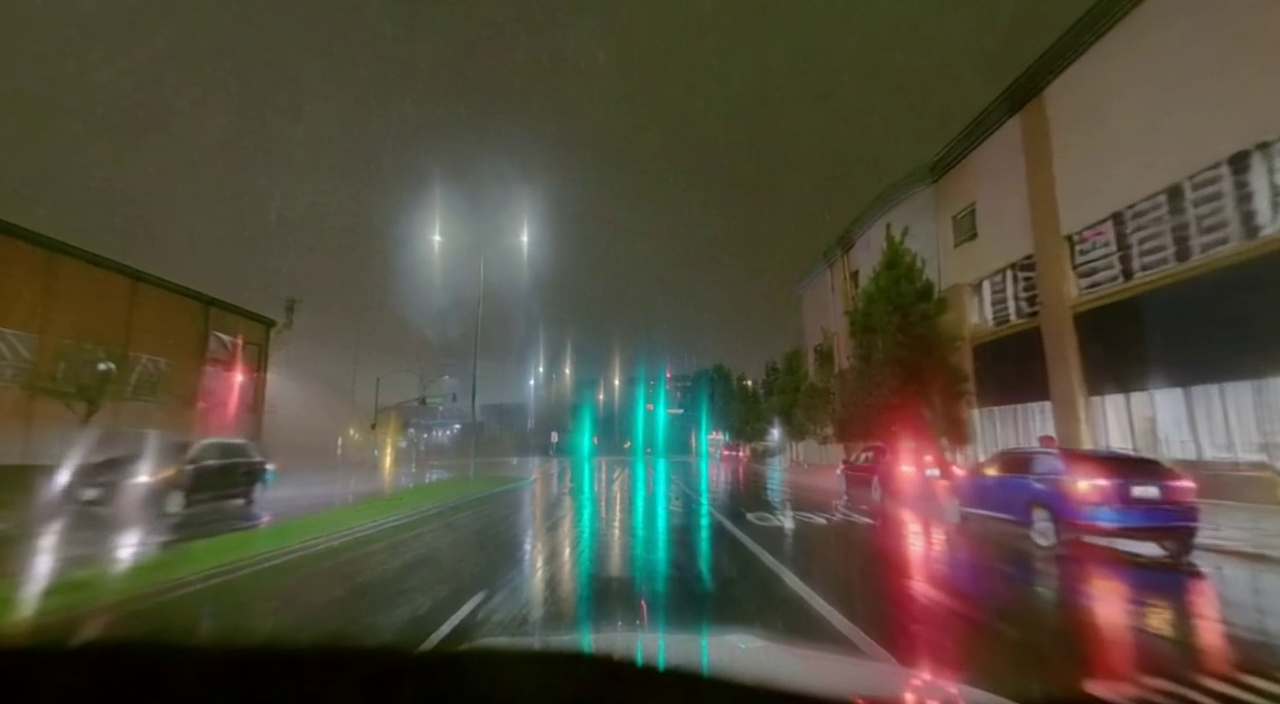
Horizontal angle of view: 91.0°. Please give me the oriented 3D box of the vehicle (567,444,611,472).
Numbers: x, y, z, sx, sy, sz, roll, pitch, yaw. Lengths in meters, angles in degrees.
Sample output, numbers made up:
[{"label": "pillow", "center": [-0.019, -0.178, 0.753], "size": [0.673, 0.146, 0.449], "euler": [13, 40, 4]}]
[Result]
[{"label": "vehicle", "center": [-2.825, 5.961, 35.599], "size": [2.078, 1.471, 4.217], "euler": [0, -9, 0]}]

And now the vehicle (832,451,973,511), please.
[{"label": "vehicle", "center": [7.269, 3.591, 18.049], "size": [2.009, 1.429, 4.562], "euler": [0, -9, -1]}]

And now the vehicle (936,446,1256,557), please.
[{"label": "vehicle", "center": [7.392, 2.417, 11.079], "size": [1.968, 1.493, 4.878], "euler": [0, -9, 0]}]

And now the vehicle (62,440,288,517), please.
[{"label": "vehicle", "center": [-10.375, 2.822, 14.560], "size": [2.051, 1.492, 4.132], "euler": [0, -9, 0]}]
